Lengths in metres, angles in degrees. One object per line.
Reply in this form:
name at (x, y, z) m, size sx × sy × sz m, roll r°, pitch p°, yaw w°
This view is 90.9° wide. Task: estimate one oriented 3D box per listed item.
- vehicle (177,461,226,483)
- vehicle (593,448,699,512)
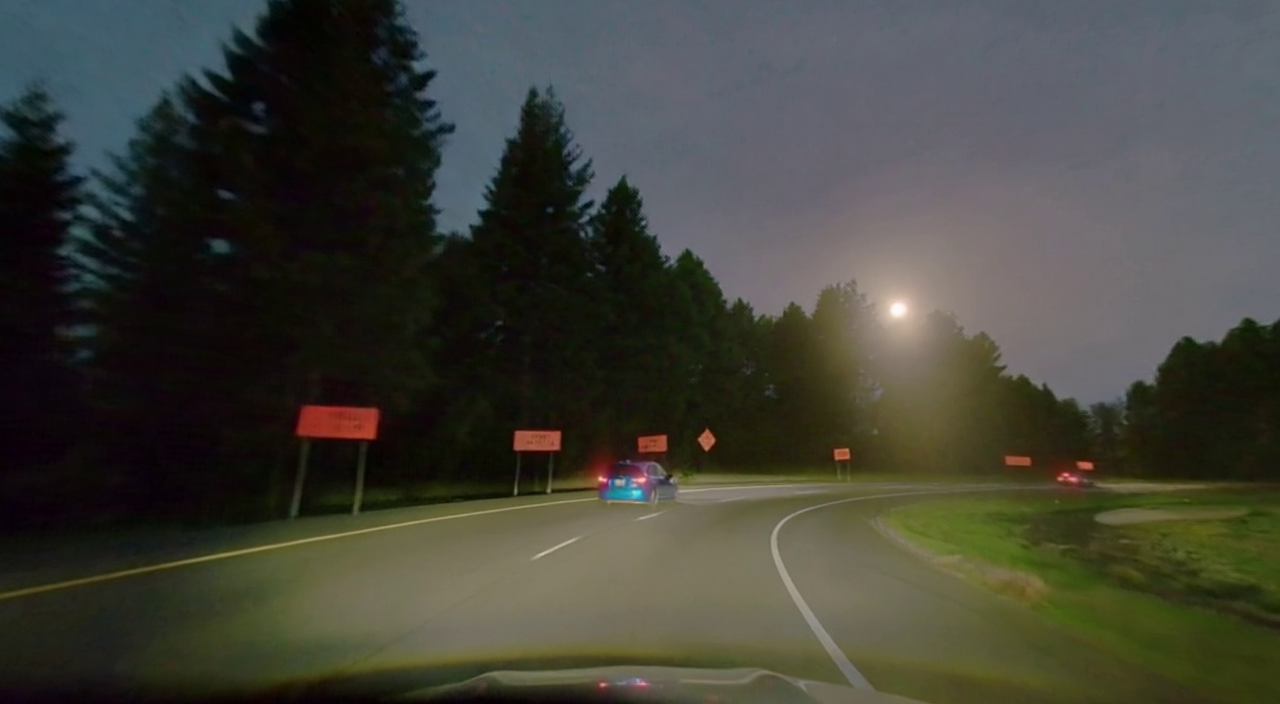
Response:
vehicle at (-31.017, 8.516, 44.699) m, size 1.758 × 1.470 × 3.823 m, roll 4°, pitch -11°, yaw -19°
vehicle at (0.347, 3.885, 19.378) m, size 1.997 × 1.692 × 4.422 m, roll -3°, pitch -11°, yaw 18°
